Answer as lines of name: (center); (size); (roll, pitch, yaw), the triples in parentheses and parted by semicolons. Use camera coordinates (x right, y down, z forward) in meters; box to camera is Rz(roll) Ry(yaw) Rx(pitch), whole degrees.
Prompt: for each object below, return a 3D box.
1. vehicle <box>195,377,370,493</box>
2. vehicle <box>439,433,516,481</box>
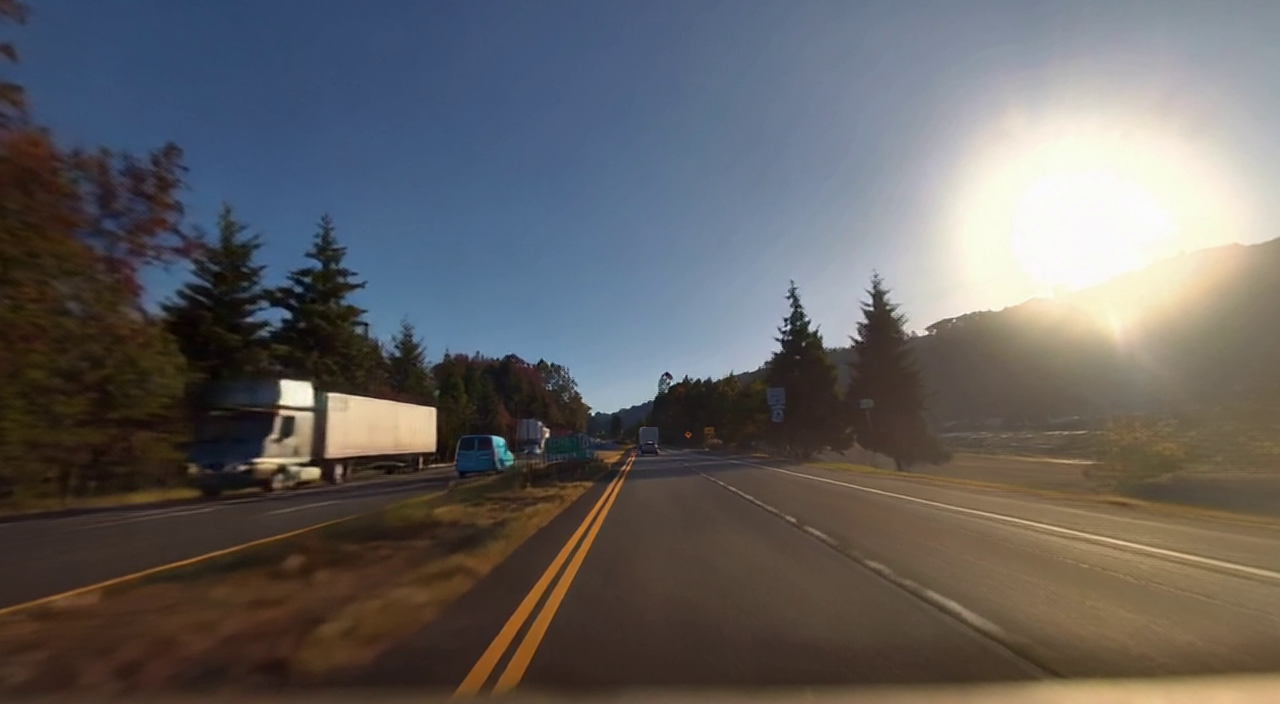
vehicle: (-14.121, 3.406, 25.694); (3.090, 4.025, 6.471); (1, -8, 1)
vehicle: (-6.944, 4.530, 27.432); (2.068, 1.897, 4.372); (0, -8, 1)
